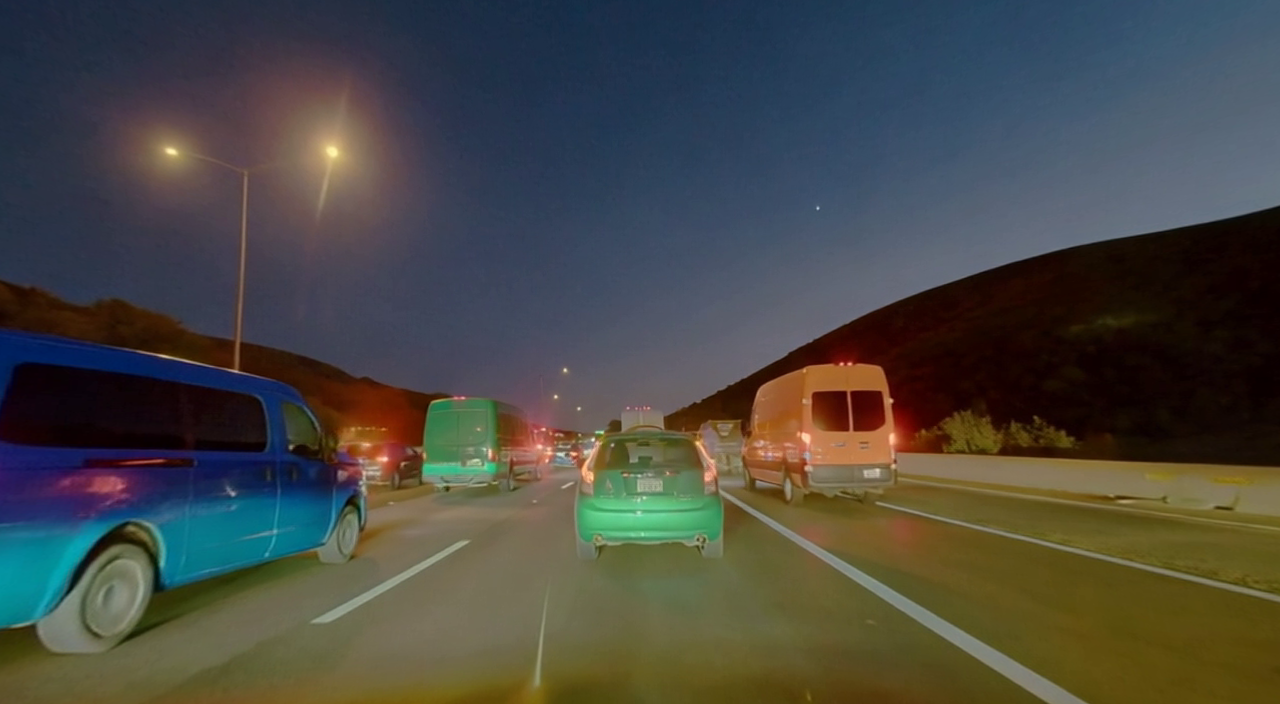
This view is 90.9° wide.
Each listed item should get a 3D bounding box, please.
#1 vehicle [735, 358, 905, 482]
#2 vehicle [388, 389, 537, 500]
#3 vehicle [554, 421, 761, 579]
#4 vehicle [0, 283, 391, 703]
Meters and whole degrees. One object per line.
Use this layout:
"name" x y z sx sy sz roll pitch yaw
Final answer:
"vehicle" 6.485 2.937 25.405 2.977 3.878 11.111 0 -8 -3
"vehicle" -4.505 2.520 17.253 2.300 2.522 5.701 -1 -8 1
"vehicle" 0.116 1.719 8.124 2.003 1.499 3.930 0 -8 -2
"vehicle" -4.244 1.007 5.079 2.195 2.086 5.445 0 -8 0
